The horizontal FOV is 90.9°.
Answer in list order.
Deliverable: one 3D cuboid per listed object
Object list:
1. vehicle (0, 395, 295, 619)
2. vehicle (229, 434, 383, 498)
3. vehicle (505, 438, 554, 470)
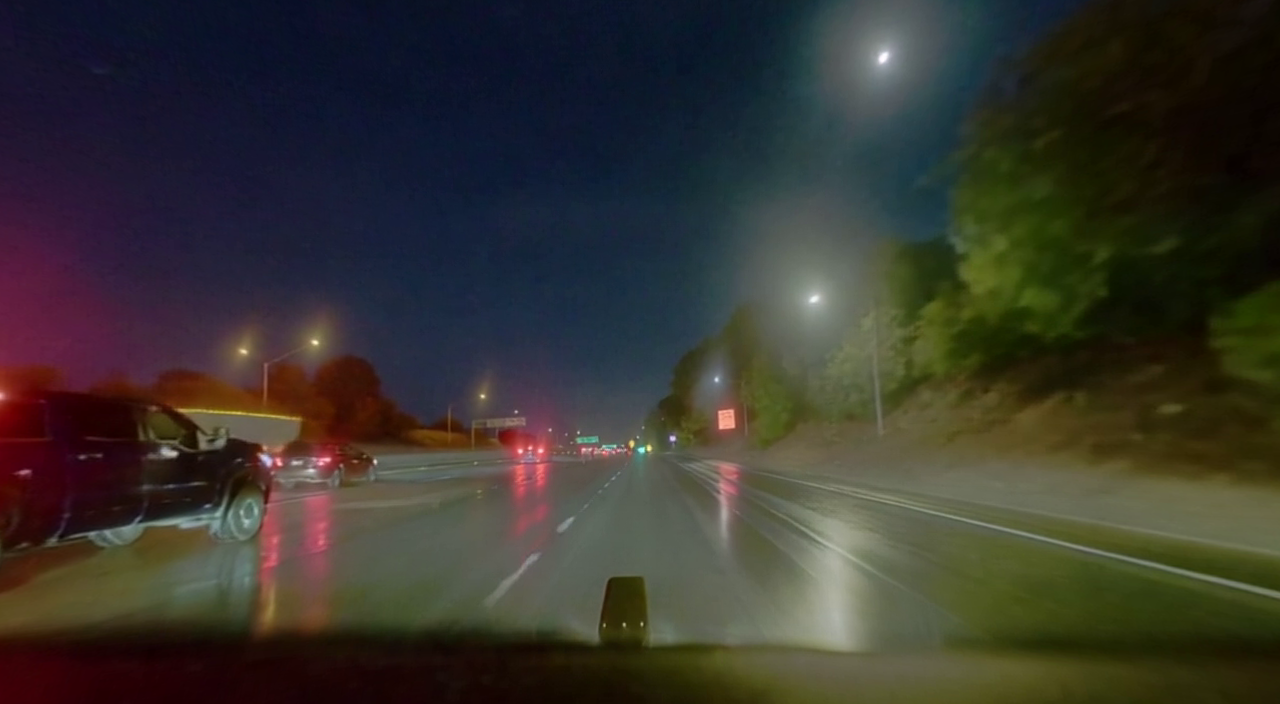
[{"bbox_3d":[-6.312,1.389,6.104,2.403,1.773,6.276,0,-8,0],"label":"vehicle"},{"bbox_3d":[-9.691,3.321,18.818,2.060,1.662,4.469,0,-8,1],"label":"vehicle"},{"bbox_3d":[-6.318,5.880,36.589,2.009,1.735,4.358,0,-8,1],"label":"vehicle"}]
